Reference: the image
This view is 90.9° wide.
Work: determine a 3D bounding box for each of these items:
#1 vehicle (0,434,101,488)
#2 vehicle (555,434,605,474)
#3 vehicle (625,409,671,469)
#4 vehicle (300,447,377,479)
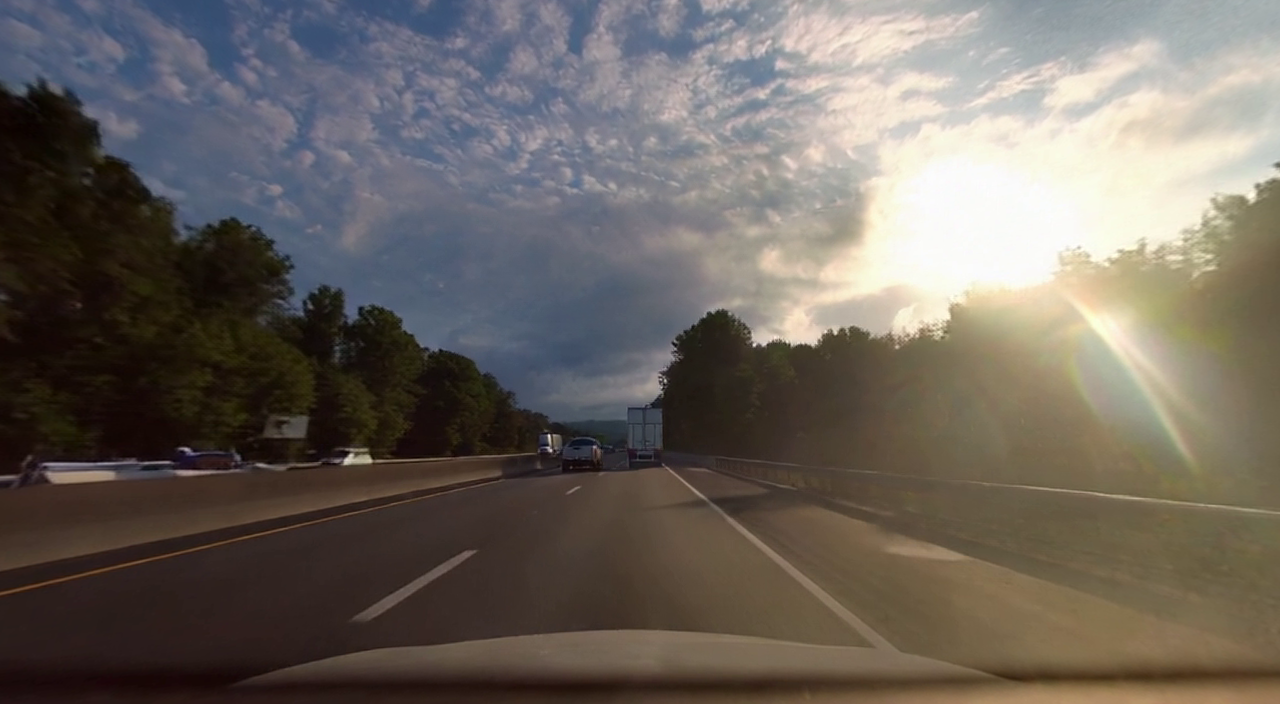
[{"bbox_3d":[-43.944,8.034,46.951,2.807,3.656,7.763,3,-9,-19],"label":"vehicle"},{"bbox_3d":[-3.370,5.937,36.864,2.283,2.156,5.546,0,-9,1],"label":"vehicle"},{"bbox_3d":[0.495,6.556,47.105,3.024,3.965,10.399,0,-9,0],"label":"vehicle"},{"bbox_3d":[-15.997,5.888,33.645,1.978,1.616,4.154,0,-9,1],"label":"vehicle"}]
